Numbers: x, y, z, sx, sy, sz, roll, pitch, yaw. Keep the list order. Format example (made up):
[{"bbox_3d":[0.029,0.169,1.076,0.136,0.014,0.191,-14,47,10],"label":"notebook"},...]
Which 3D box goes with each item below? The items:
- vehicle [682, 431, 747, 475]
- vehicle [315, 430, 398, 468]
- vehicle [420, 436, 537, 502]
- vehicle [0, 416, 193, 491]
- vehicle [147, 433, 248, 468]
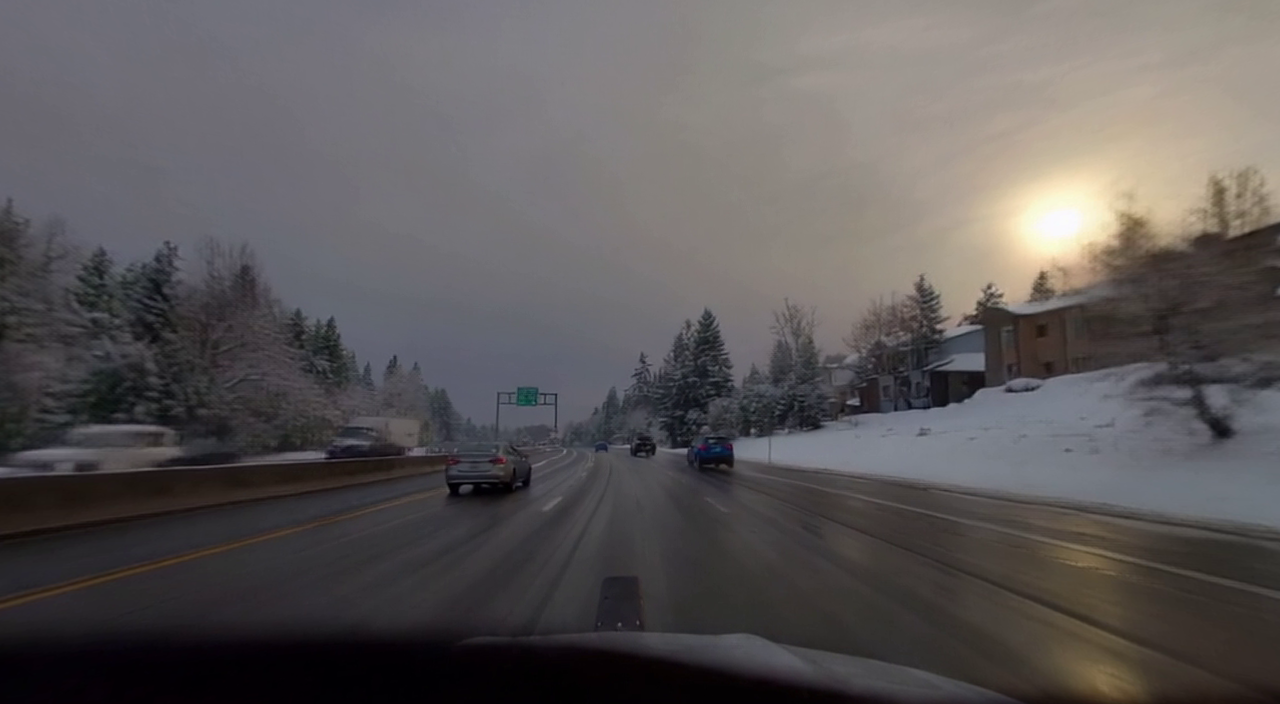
[{"bbox_3d":[3.027,4.228,26.505,2.092,1.686,4.188,0,-9,-2],"label":"vehicle"},{"bbox_3d":[-12.890,4.444,28.951,1.896,1.590,4.222,0,-9,-1],"label":"vehicle"},{"bbox_3d":[-4.155,3.084,17.052,2.036,1.528,4.400,0,-9,-1],"label":"vehicle"},{"bbox_3d":[-16.437,2.920,18.293,2.878,1.844,5.557,0,-9,-2],"label":"vehicle"},{"bbox_3d":[-20.681,4.622,29.679,1.857,1.522,4.077,0,-8,-1],"label":"vehicle"}]
